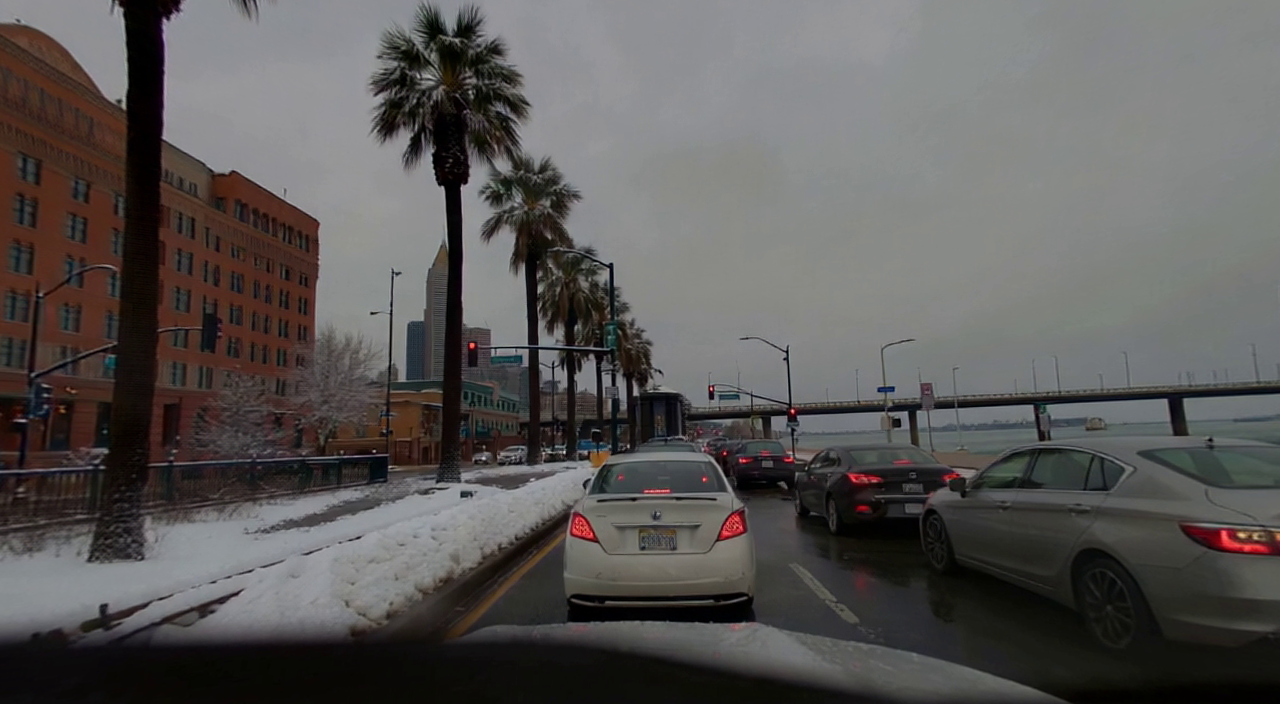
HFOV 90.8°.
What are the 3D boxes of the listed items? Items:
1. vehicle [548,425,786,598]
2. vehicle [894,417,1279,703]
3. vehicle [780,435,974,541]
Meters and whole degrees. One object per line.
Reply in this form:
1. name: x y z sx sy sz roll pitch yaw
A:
1. vehicle: 0.263 1.696 7.480 2.093 1.503 3.681 0 -9 1
2. vehicle: 3.912 1.362 5.084 1.913 1.469 4.425 0 -9 0
3. vehicle: 3.888 2.288 11.313 1.920 1.490 4.417 -1 -9 2
